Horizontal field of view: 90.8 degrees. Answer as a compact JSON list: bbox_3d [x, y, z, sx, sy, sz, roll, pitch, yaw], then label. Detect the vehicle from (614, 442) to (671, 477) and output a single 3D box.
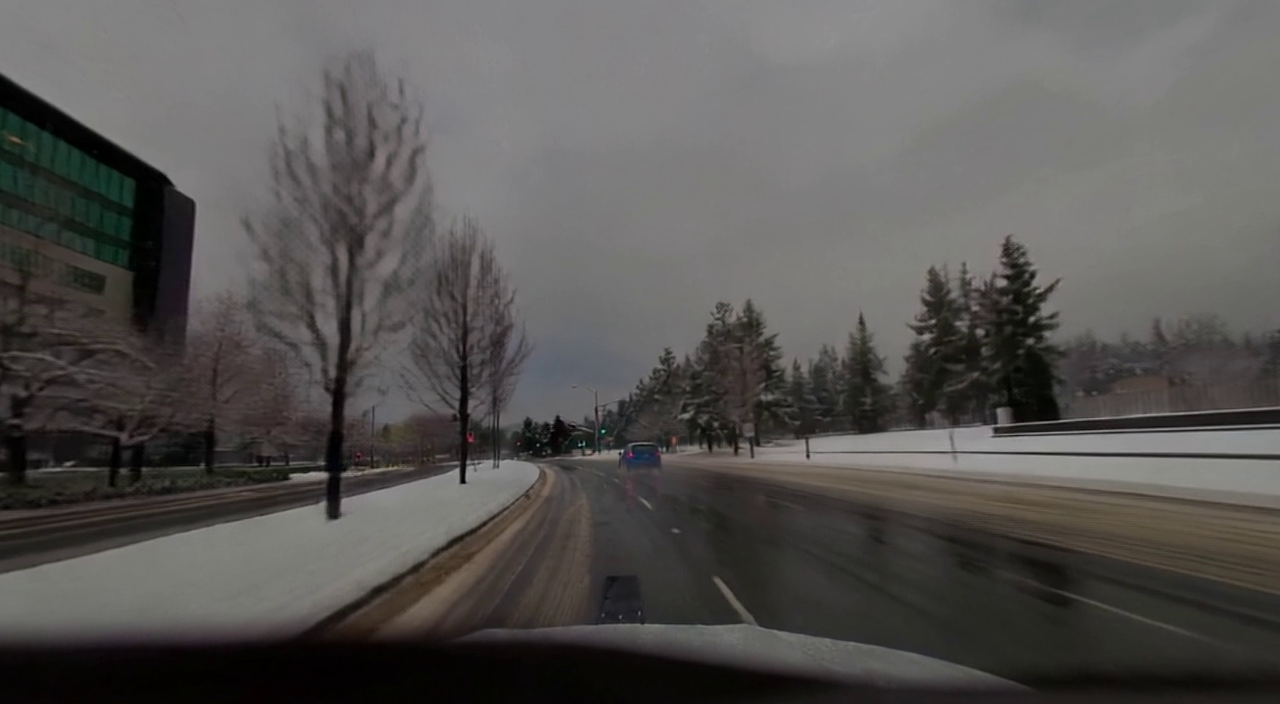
[{"bbox_3d":[0.023,5.460,32.441,2.165,1.633,4.381,1,-9,-10],"label":"vehicle"}]
